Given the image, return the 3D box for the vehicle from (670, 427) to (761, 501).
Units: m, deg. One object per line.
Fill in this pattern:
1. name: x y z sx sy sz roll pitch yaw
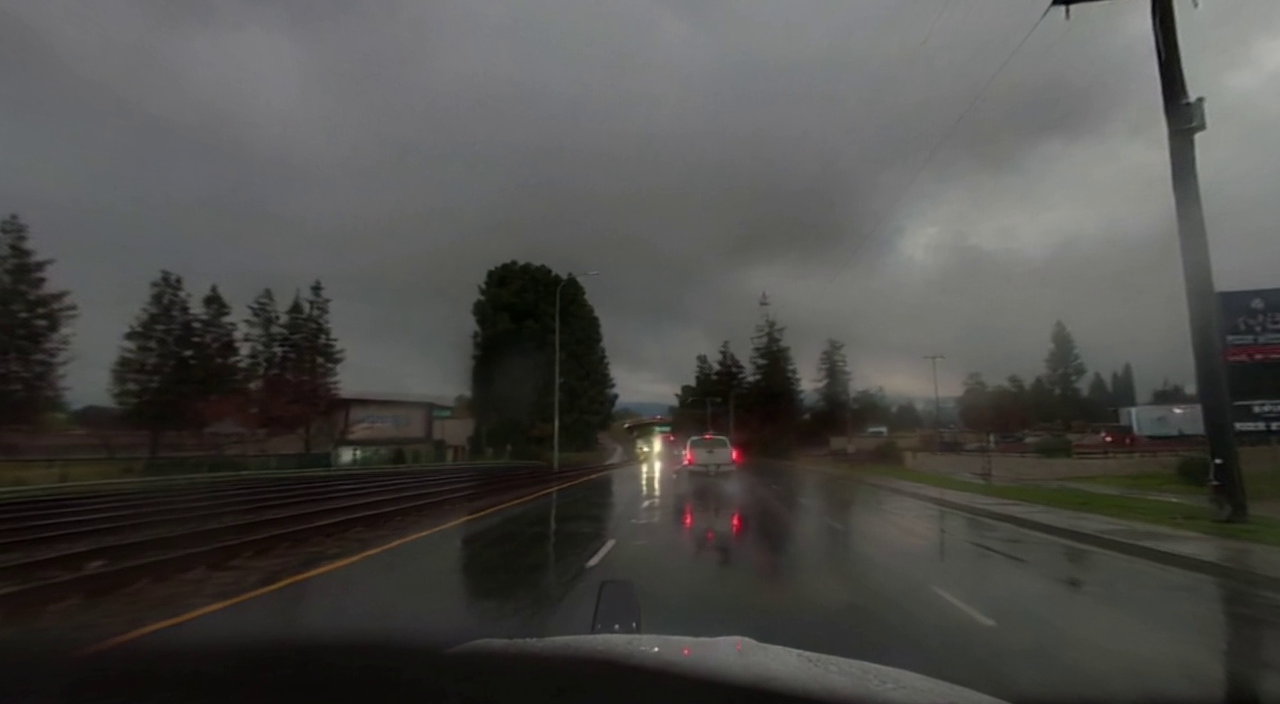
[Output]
1. vehicle: 2.334 3.394 19.651 2.404 1.926 5.251 0 -8 7
